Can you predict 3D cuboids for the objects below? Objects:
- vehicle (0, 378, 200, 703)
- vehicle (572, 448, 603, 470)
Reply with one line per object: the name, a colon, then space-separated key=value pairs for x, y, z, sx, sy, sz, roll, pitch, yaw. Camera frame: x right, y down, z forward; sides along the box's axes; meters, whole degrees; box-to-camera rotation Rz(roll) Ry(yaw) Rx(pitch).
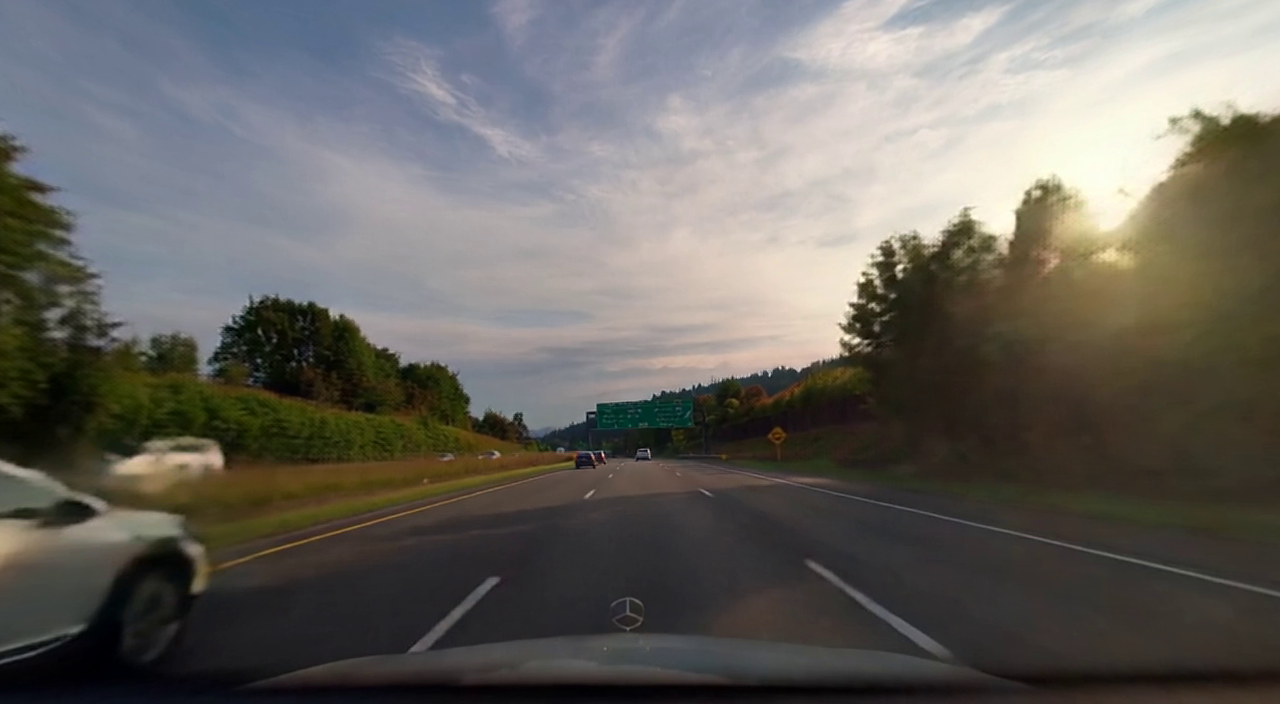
vehicle: x=-3.570 y=0.716 z=1.306 sx=2.028 sy=1.584 sz=4.481 roll=0 pitch=-9 yaw=0
vehicle: x=-3.742 y=7.719 z=45.658 sx=1.918 sy=1.510 sz=4.006 roll=0 pitch=-9 yaw=0
